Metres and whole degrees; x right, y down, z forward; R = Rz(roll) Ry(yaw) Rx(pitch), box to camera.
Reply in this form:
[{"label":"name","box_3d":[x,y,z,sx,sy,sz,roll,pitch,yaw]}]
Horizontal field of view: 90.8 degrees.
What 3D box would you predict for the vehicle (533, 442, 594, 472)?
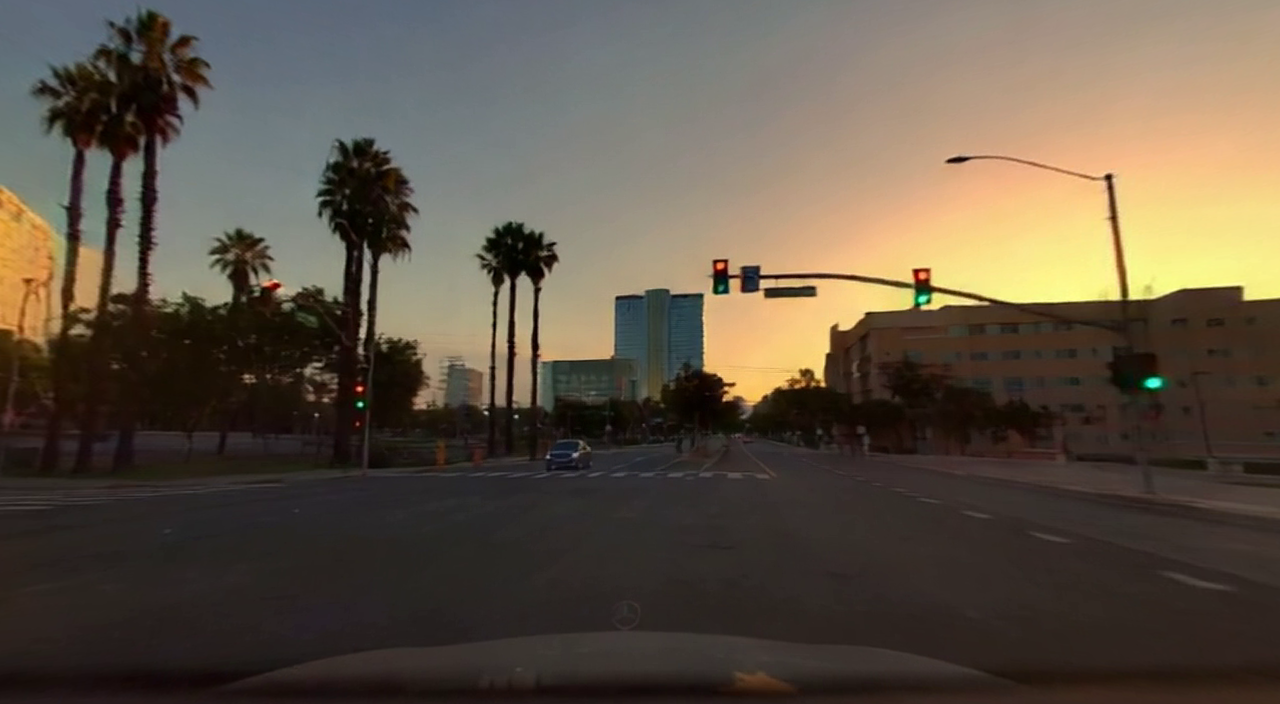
[{"label":"vehicle","box_3d":[-3.933,5.518,33.340,2.149,1.477,4.186,-1,-9,9]}]
